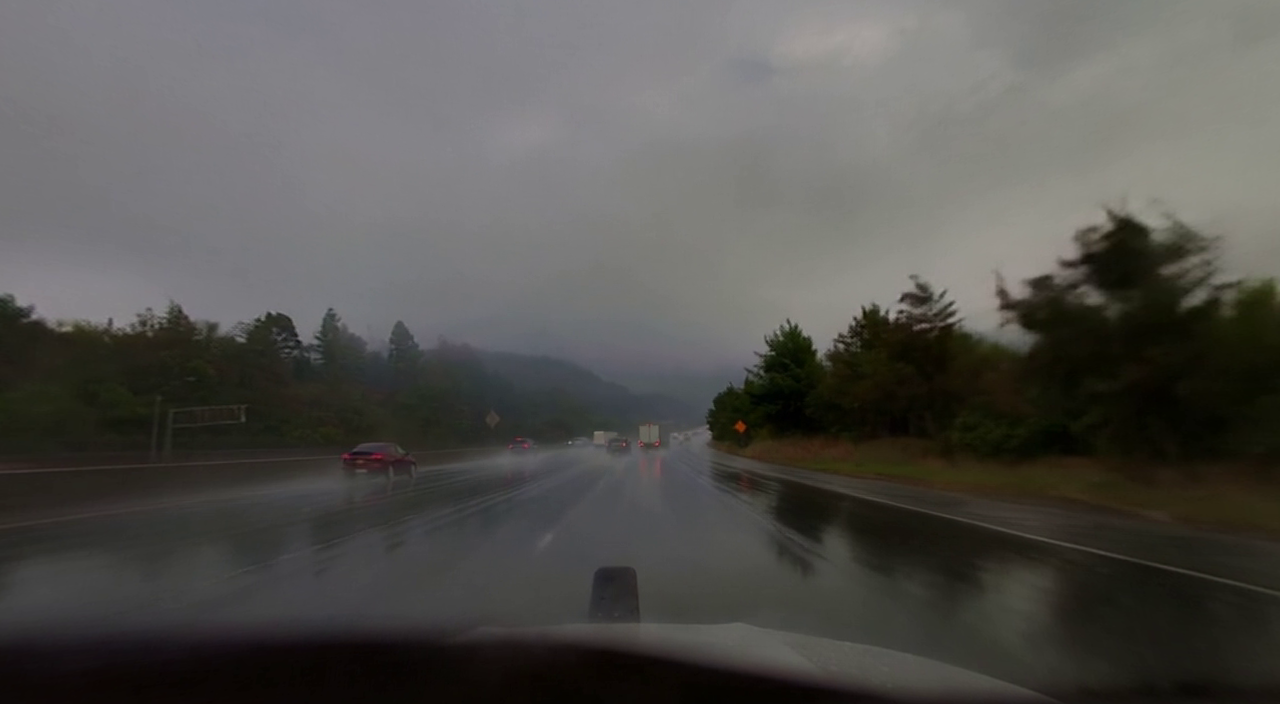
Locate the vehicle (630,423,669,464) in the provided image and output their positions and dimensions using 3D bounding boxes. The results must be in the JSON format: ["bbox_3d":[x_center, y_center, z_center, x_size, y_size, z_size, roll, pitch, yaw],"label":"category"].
[{"bbox_3d":[0.731,7.009,48.718,2.768,2.854,6.757,1,-8,1],"label":"vehicle"}]

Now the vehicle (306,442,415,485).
[{"bbox_3d":[-10.327,4.136,23.820,1.952,1.457,4.689,0,-8,0],"label":"vehicle"}]

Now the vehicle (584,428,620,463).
[{"bbox_3d":[-2.872,7.319,49.357,2.328,2.519,5.238,0,-8,1],"label":"vehicle"}]
